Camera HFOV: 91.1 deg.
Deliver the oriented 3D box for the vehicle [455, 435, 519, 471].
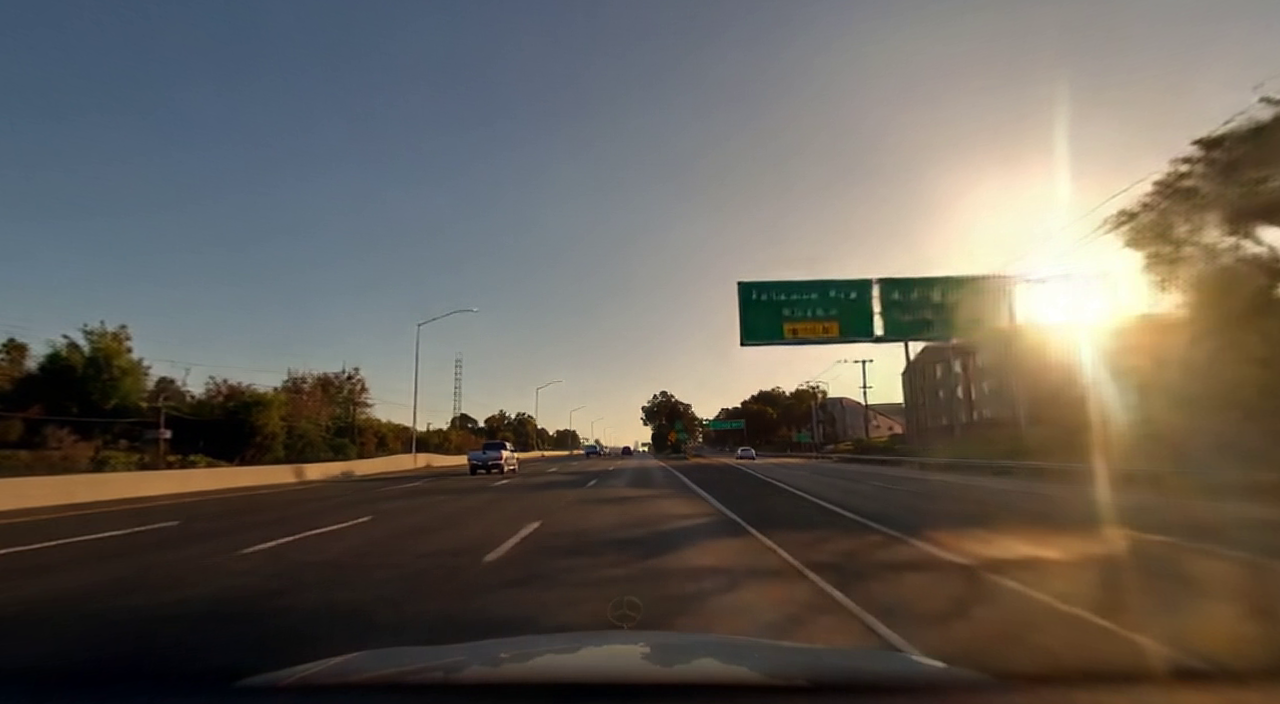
[{"bbox_3d":[-10.124,6.781,42.221,2.667,2.213,6.081,0,-8,1],"label":"vehicle"}]
